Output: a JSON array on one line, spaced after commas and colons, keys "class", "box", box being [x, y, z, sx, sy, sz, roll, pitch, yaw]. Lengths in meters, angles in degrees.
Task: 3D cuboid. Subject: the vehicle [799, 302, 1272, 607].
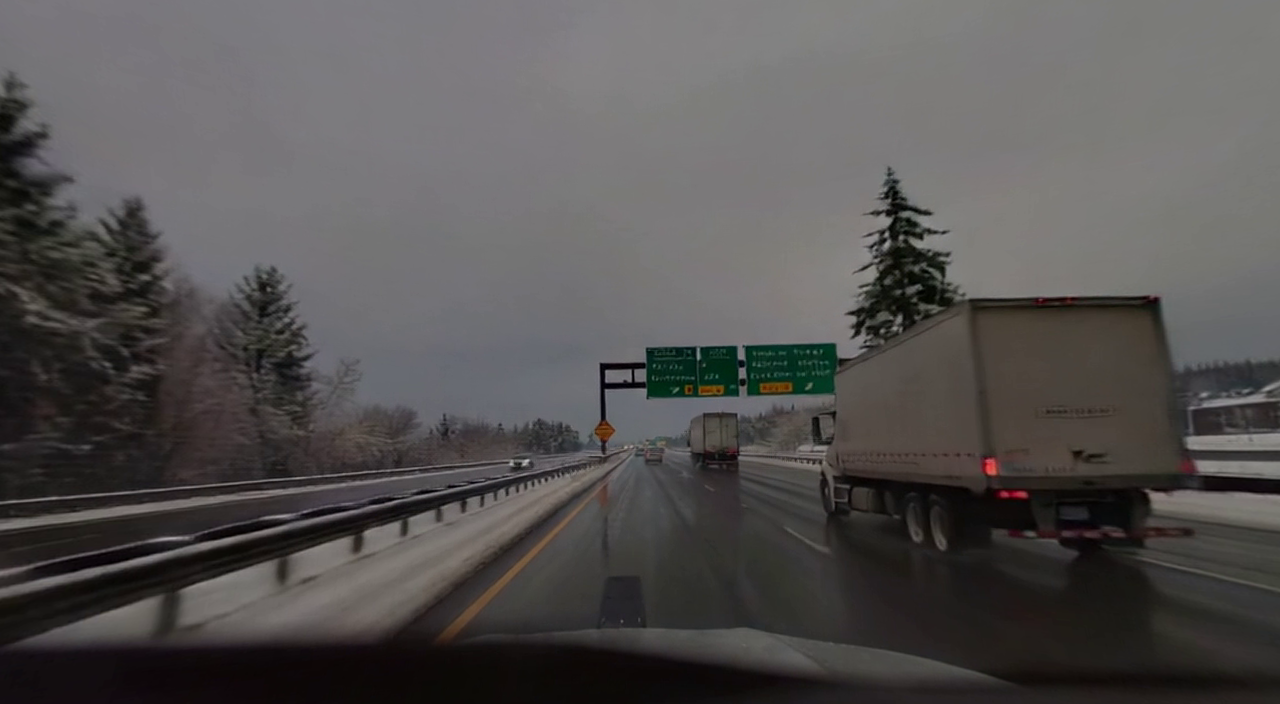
[{"class": "vehicle", "box": [4.349, 1.351, 8.812, 2.569, 2.783, 5.984, 0, -9, -1]}]

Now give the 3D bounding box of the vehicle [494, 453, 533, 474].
[{"class": "vehicle", "box": [-9.167, 8.119, 46.048, 1.835, 1.456, 4.202, 0, -9, 2]}]

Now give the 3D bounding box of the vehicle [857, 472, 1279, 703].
[{"class": "vehicle", "box": [4.449, 1.252, 2.438, 2.472, 1.036, 13.239, 0, -9, -1]}]

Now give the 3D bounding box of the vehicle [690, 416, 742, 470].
[{"class": "vehicle", "box": [5.092, 6.289, 43.574, 2.743, 3.367, 7.306, 0, -9, 1]}]

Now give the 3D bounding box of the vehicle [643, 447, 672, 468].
[{"class": "vehicle", "box": [1.239, 7.719, 46.314, 2.049, 1.500, 3.790, 0, -9, 0]}]
